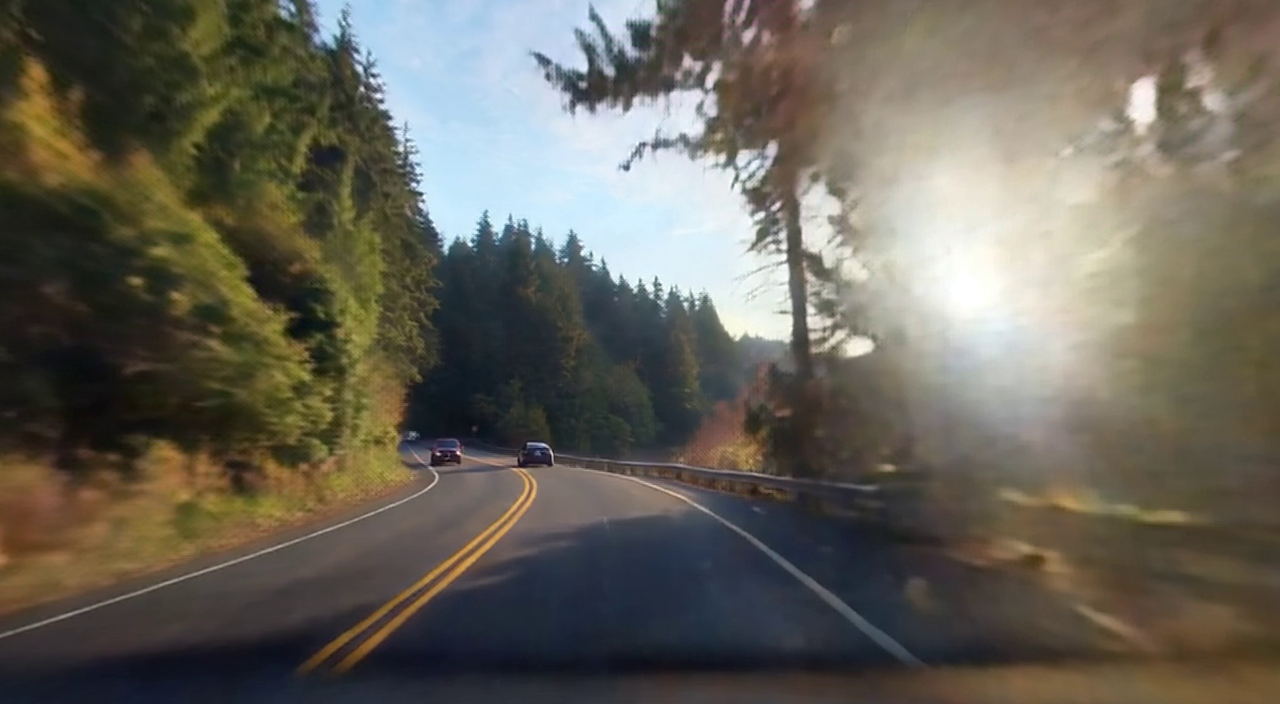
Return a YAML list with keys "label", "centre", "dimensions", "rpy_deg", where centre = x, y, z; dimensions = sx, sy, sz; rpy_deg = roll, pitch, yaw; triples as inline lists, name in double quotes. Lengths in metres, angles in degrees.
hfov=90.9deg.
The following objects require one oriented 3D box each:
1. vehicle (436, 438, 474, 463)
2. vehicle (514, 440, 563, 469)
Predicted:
- label: "vehicle"
  centre: [-12.705, 6.703, 43.126]
  dimensions: [2.167, 1.602, 4.548]
  rpy_deg: [3, -9, -20]
- label: "vehicle"
  centre: [-5.783, 5.756, 35.480]
  dimensions: [2.120, 1.491, 4.349]
  rpy_deg: [3, -9, -16]
